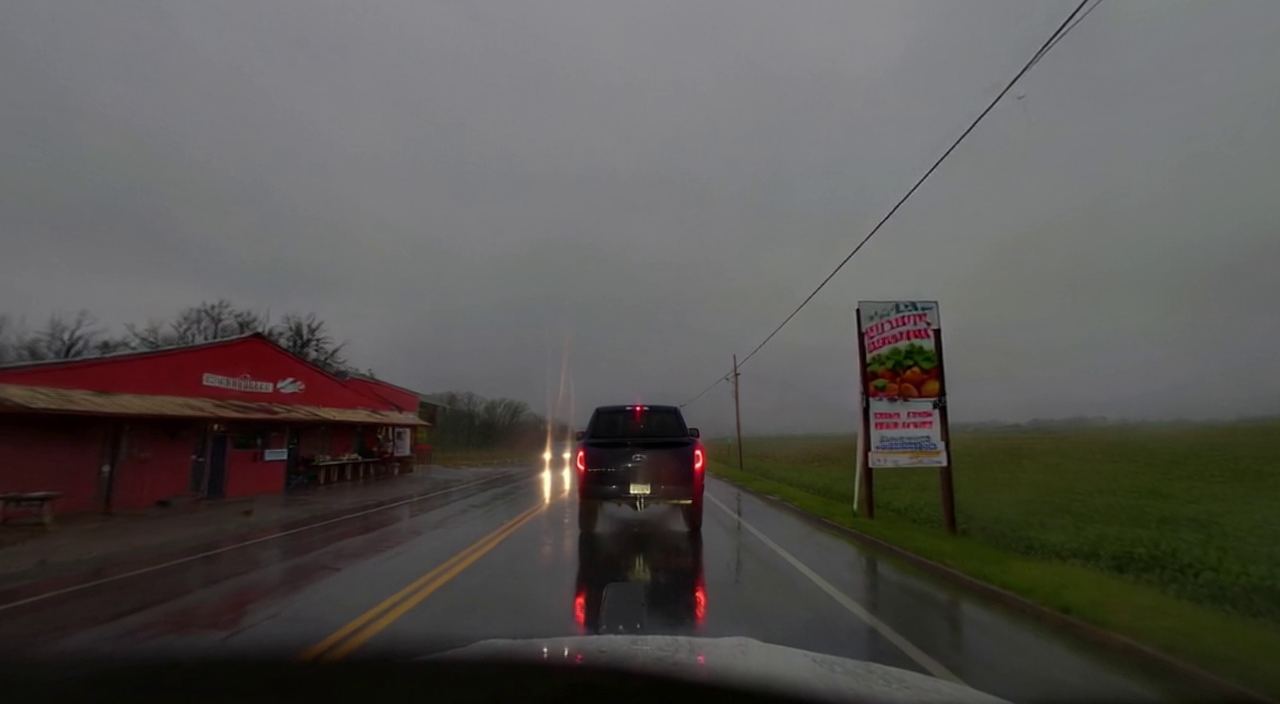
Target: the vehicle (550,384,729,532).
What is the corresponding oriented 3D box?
[{"bbox_3d":[-0.094,2.024,12.550,2.693,2.223,5.885,0,-8,-2],"label":"vehicle"}]
